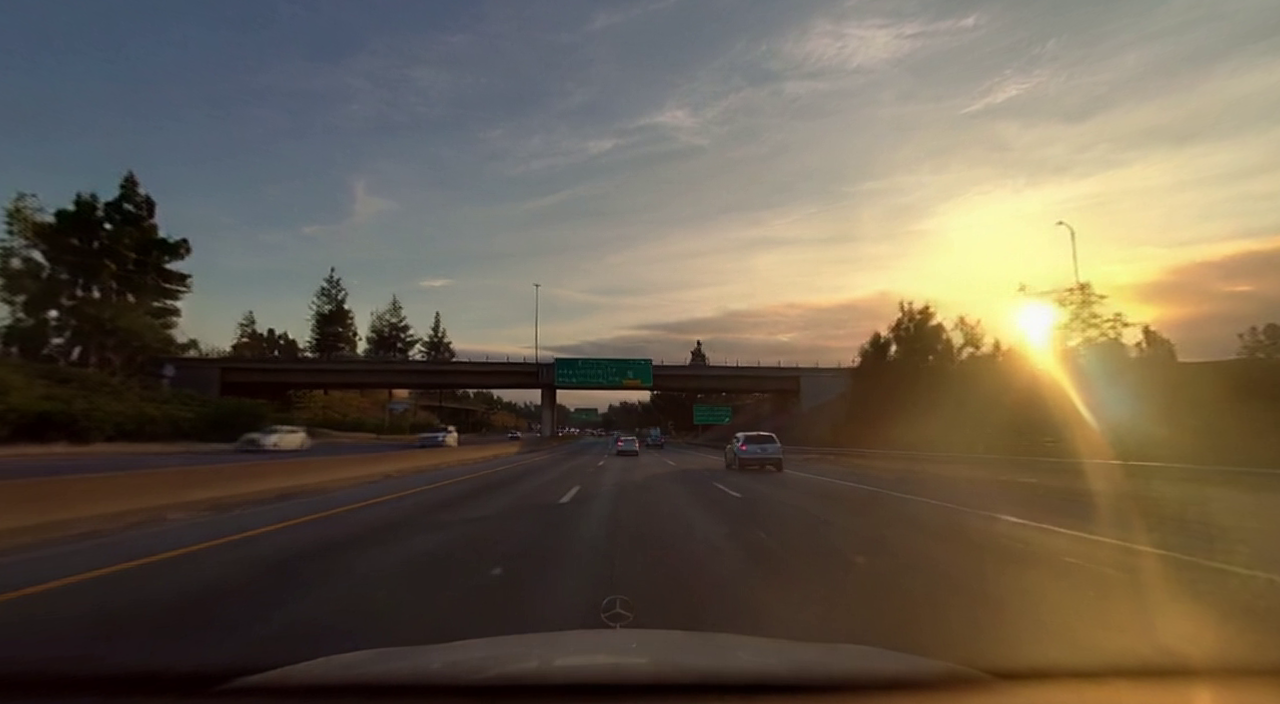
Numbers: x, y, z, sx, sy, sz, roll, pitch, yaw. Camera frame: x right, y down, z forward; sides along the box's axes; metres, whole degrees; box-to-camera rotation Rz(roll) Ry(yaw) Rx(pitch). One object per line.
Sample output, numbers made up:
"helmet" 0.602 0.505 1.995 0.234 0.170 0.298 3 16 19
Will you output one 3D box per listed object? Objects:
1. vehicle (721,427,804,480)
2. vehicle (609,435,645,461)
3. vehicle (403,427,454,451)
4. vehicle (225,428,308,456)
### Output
"vehicle" 3.990 3.354 21.179 1.892 1.600 3.782 0 -8 -2
"vehicle" -0.789 5.577 36.887 1.987 1.440 3.565 0 -8 -2
"vehicle" -15.314 6.332 45.951 2.006 1.695 4.824 0 -8 0
"vehicle" -21.106 5.091 35.840 1.901 1.483 4.704 0 -8 -1
